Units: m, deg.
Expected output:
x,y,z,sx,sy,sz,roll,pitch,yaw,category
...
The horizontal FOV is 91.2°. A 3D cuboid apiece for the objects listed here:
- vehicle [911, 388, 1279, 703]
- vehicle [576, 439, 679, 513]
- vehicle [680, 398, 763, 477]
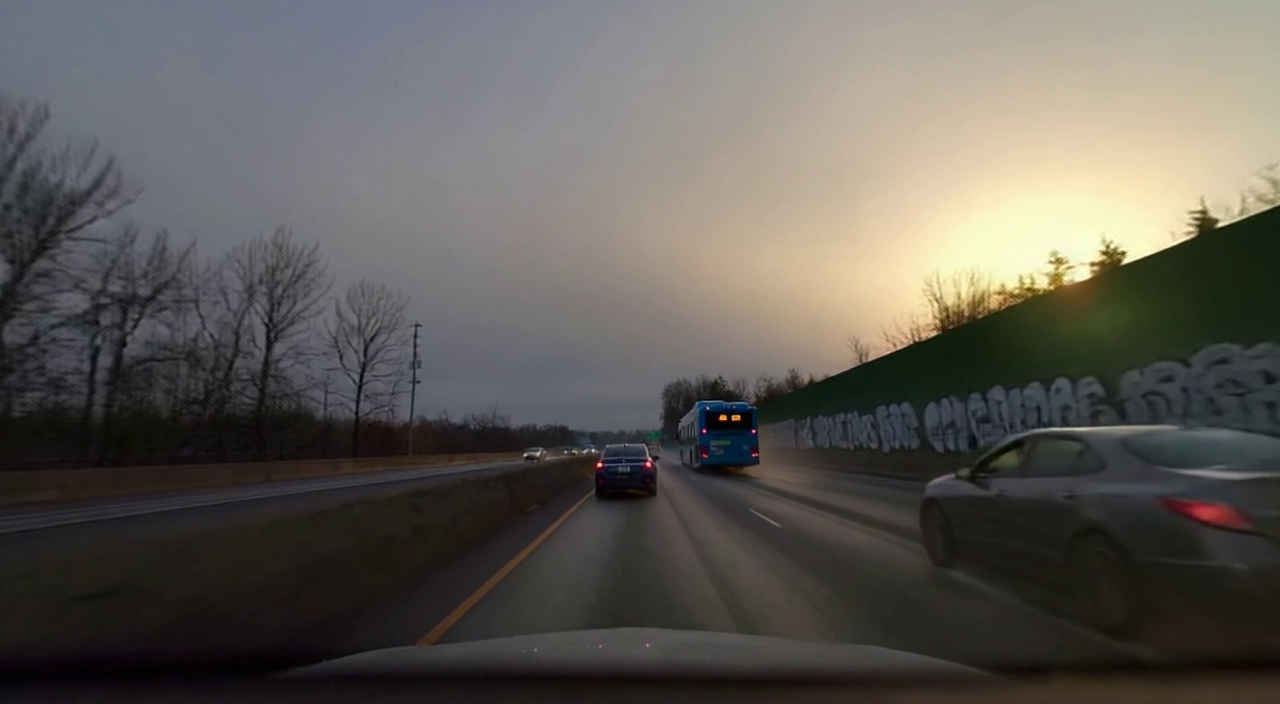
x,y,z,sx,sy,sz,roll,pitch,yaw,category
3.923,1.203,4.695,1.995,1.507,3.915,-1,-9,0,vehicle
-0.264,2.944,15.334,2.160,1.532,4.073,-1,-9,0,vehicle
4.074,4.818,34.495,3.055,3.479,12.521,-1,-9,1,vehicle
